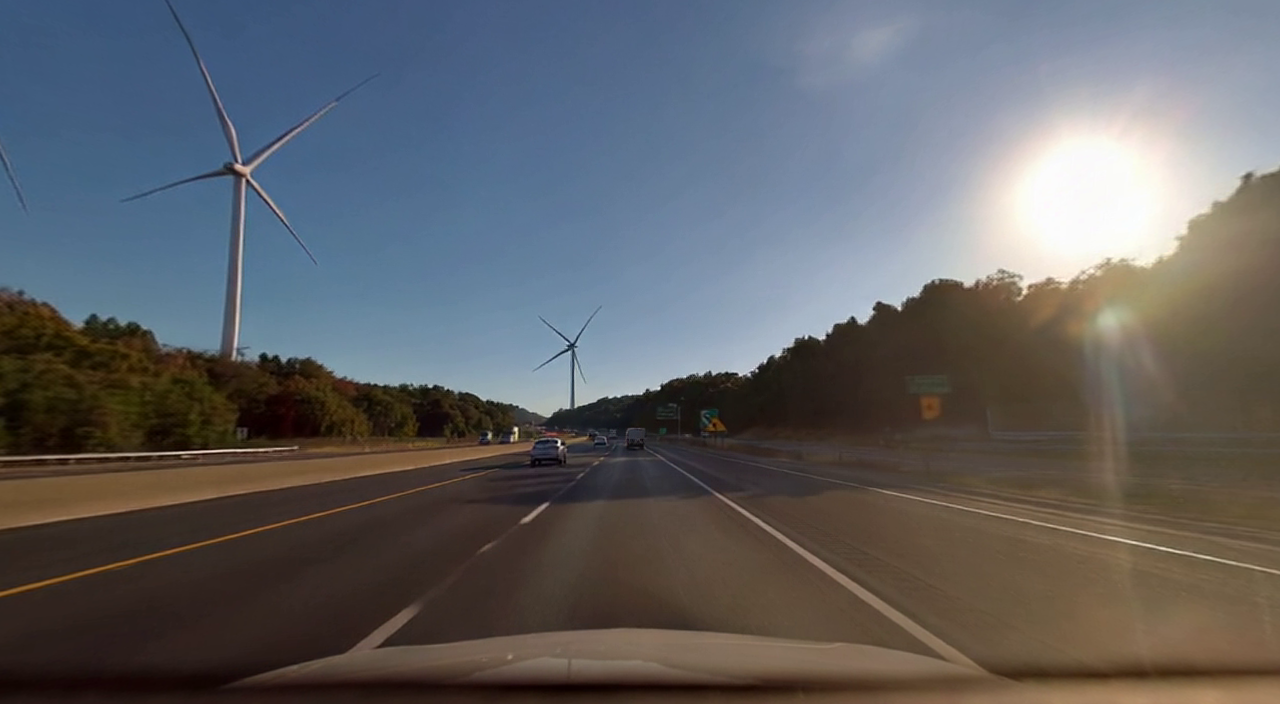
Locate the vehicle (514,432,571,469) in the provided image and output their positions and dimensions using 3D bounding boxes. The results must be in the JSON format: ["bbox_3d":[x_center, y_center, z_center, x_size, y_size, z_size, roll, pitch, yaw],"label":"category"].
[{"bbox_3d":[-4.266,4.376,28.141,1.950,1.511,3.965,0,-8,0],"label":"vehicle"}]
